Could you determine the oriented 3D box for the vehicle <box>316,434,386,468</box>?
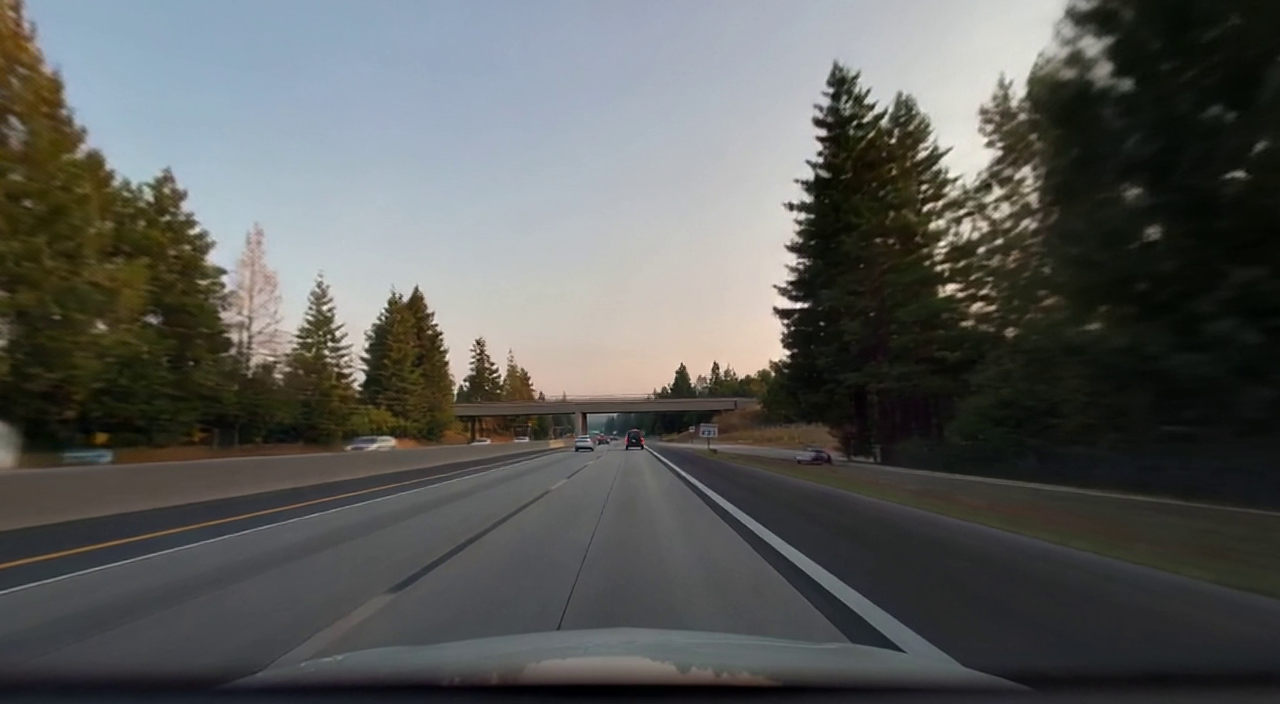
[{"bbox_3d":[-16.742,5.735,36.729,1.946,1.804,4.654,0,-8,-1],"label":"vehicle"}]

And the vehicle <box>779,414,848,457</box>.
[{"bbox_3d":[9.249,4.493,34.000,2.123,2.156,4.679,0,-8,-3],"label":"vehicle"}]
